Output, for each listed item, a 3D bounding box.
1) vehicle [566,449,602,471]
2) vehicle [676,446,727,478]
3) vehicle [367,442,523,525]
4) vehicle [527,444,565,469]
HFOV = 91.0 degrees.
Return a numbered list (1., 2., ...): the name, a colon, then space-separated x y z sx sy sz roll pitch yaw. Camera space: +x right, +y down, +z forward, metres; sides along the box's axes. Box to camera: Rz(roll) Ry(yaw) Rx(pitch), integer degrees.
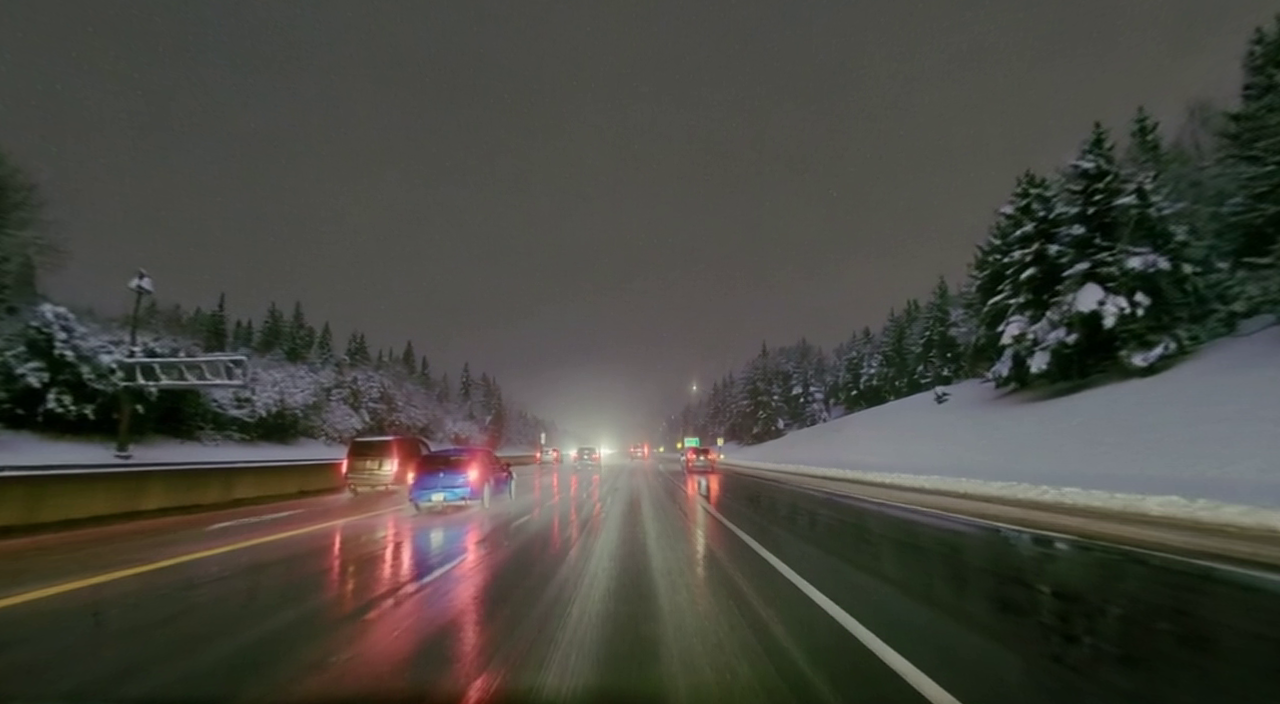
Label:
1. vehicle: -3.823 7.473 43.708 2.071 1.478 4.130 0 -9 0
2. vehicle: 3.110 5.685 32.726 2.141 1.507 4.510 0 -9 0
3. vehicle: -3.997 2.759 13.823 1.988 1.506 4.416 0 -9 0
4. vehicle: -6.937 7.781 46.992 2.111 1.811 4.391 0 -9 1
